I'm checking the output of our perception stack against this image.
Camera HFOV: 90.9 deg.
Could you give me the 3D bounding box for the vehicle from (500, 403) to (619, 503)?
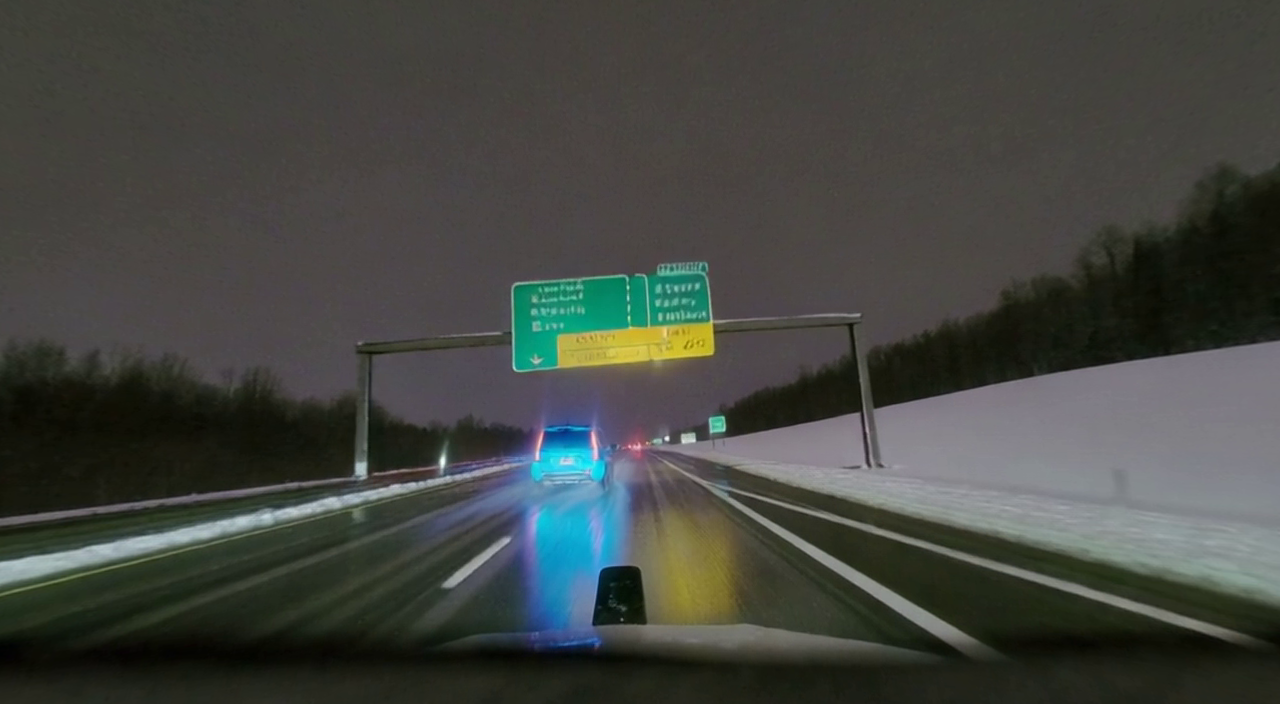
[{"bbox_3d":[-1.827,2.534,16.160,2.248,2.154,4.892,0,-8,2],"label":"vehicle"}]
